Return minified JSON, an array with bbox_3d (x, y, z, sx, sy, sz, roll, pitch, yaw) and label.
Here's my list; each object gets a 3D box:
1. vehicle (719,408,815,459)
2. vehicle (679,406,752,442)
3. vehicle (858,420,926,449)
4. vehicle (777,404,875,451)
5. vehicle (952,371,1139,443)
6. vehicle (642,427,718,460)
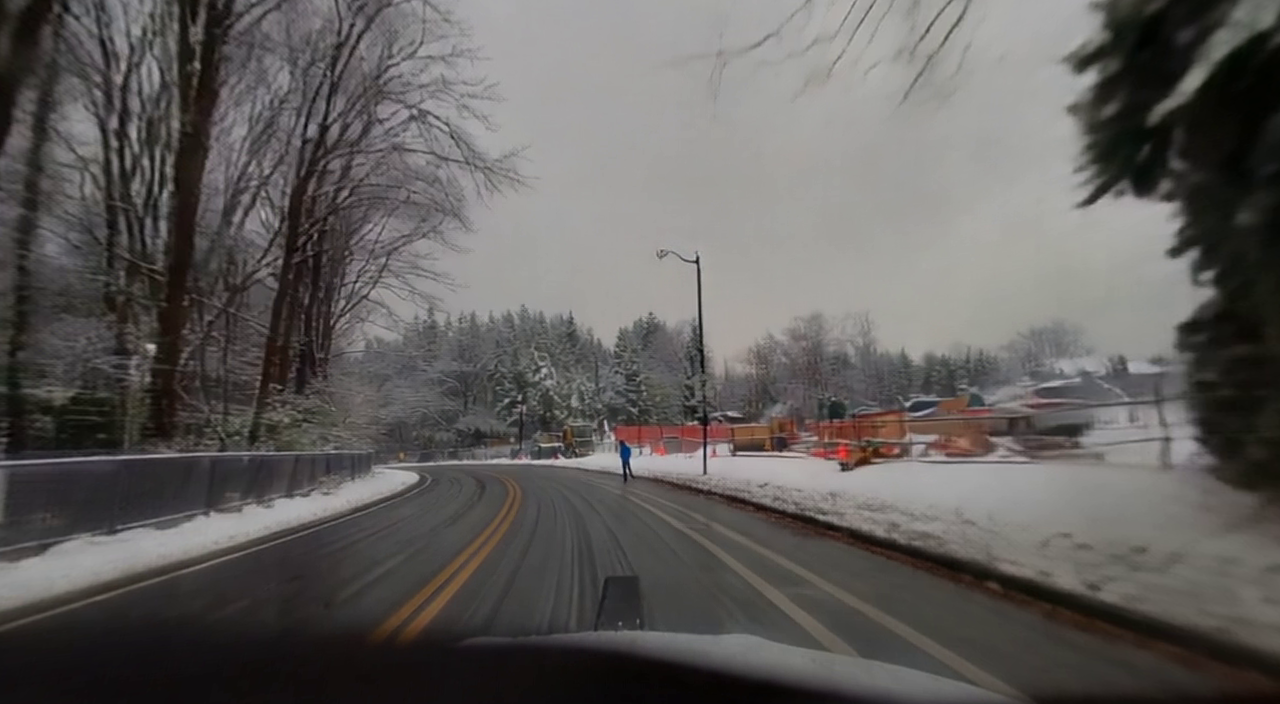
[{"bbox_3d":[5.699,3.714,28.401,3.674,1.559,1.775,12,-13,-11],"label":"vehicle"},{"bbox_3d":[4.880,4.648,40.654,4.180,1.880,2.028,10,-10,-30],"label":"vehicle"},{"bbox_3d":[16.902,5.536,42.290,4.663,1.791,2.050,6,-10,-38],"label":"vehicle"},{"bbox_3d":[7.554,3.110,25.795,3.451,1.504,1.652,6,-12,-7],"label":"vehicle"},{"bbox_3d":[9.269,1.372,14.834,1.635,1.445,3.563,0,-9,-9],"label":"vehicle"},{"bbox_3d":[2.934,6.592,45.677,5.021,1.930,2.119,-1,-8,-33],"label":"vehicle"}]
